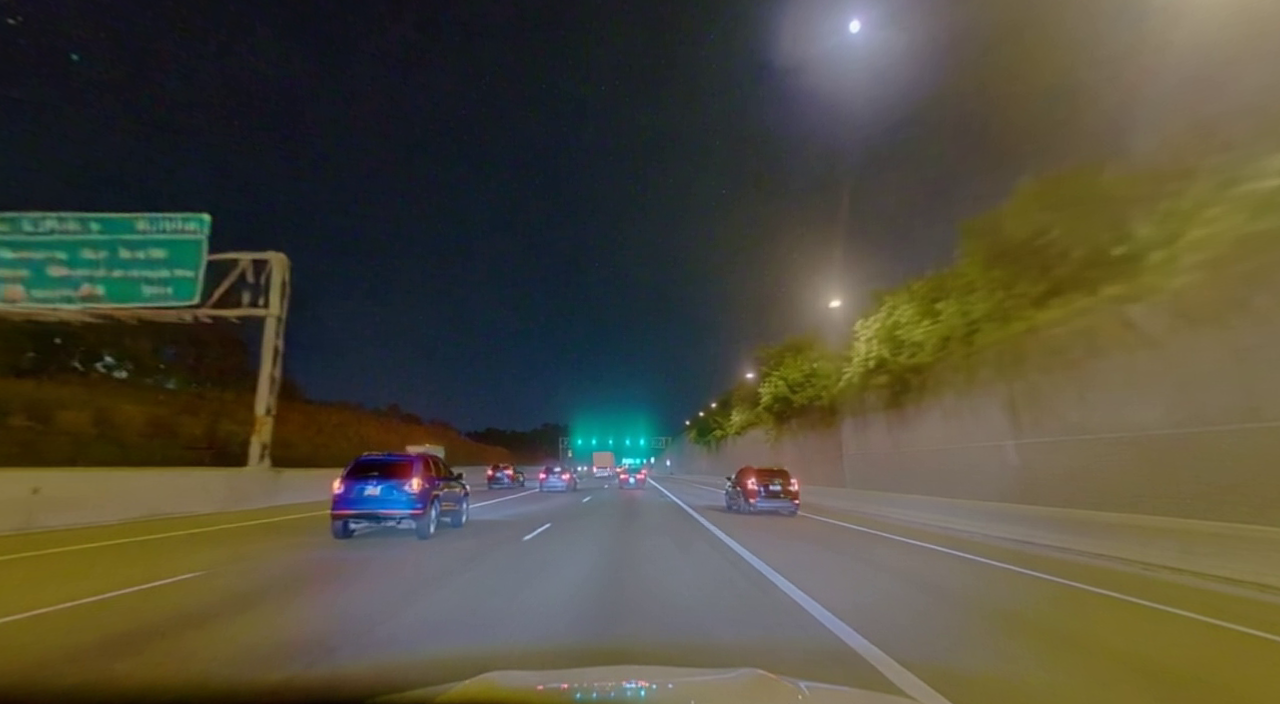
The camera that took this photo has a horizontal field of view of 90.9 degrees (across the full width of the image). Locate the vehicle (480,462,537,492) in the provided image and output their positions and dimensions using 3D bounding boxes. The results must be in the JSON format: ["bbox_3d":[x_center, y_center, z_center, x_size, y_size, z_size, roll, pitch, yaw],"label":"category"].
[{"bbox_3d":[-7.368,7.080,35.748,2.142,1.545,4.708,1,-11,1],"label":"vehicle"}]

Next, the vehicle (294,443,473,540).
[{"bbox_3d":[-5.228,2.942,13.668,2.069,1.699,4.452,1,-11,-1],"label":"vehicle"}]

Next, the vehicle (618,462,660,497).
[{"bbox_3d":[-0.068,6.467,32.110,1.992,1.601,3.762,1,-11,0],"label":"vehicle"}]

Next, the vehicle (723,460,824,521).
[{"bbox_3d":[3.806,4.037,18.710,1.992,1.557,4.017,1,-11,-2],"label":"vehicle"}]

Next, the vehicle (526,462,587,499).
[{"bbox_3d":[-3.713,5.829,28.806,2.102,1.521,4.687,1,-11,0],"label":"vehicle"}]
